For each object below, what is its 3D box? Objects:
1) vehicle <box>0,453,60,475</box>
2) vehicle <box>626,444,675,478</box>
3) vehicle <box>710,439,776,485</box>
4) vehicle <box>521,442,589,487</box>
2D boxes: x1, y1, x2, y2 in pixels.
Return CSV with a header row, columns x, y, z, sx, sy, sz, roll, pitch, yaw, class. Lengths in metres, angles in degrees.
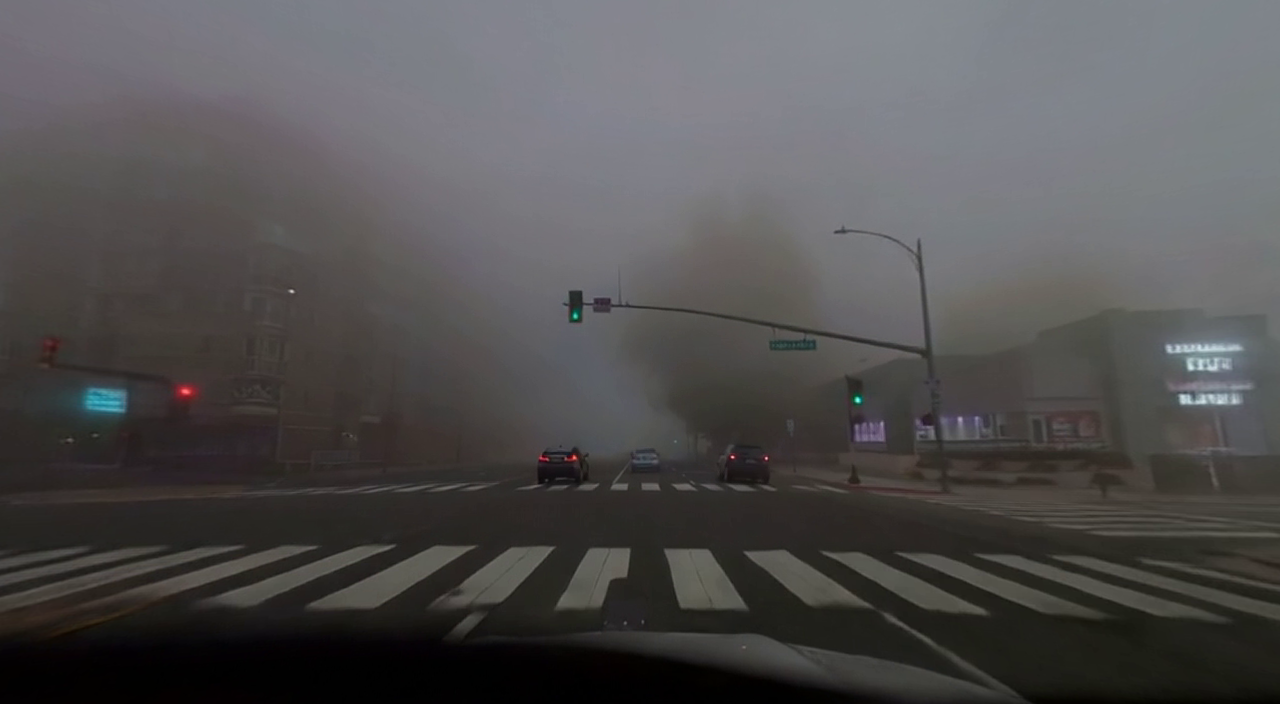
x,y,z,sx,sy,sz,roll,pitch,yaw,class
-44.763,8.020,45.245,1.817,1.450,4.567,0,-9,2,vehicle
0.444,5.023,29.277,2.103,1.468,4.094,0,-9,0,vehicle
3.972,4.320,24.940,1.987,1.637,3.896,0,-9,0,vehicle
-3.020,4.098,23.264,1.860,1.510,4.073,0,-9,1,vehicle
